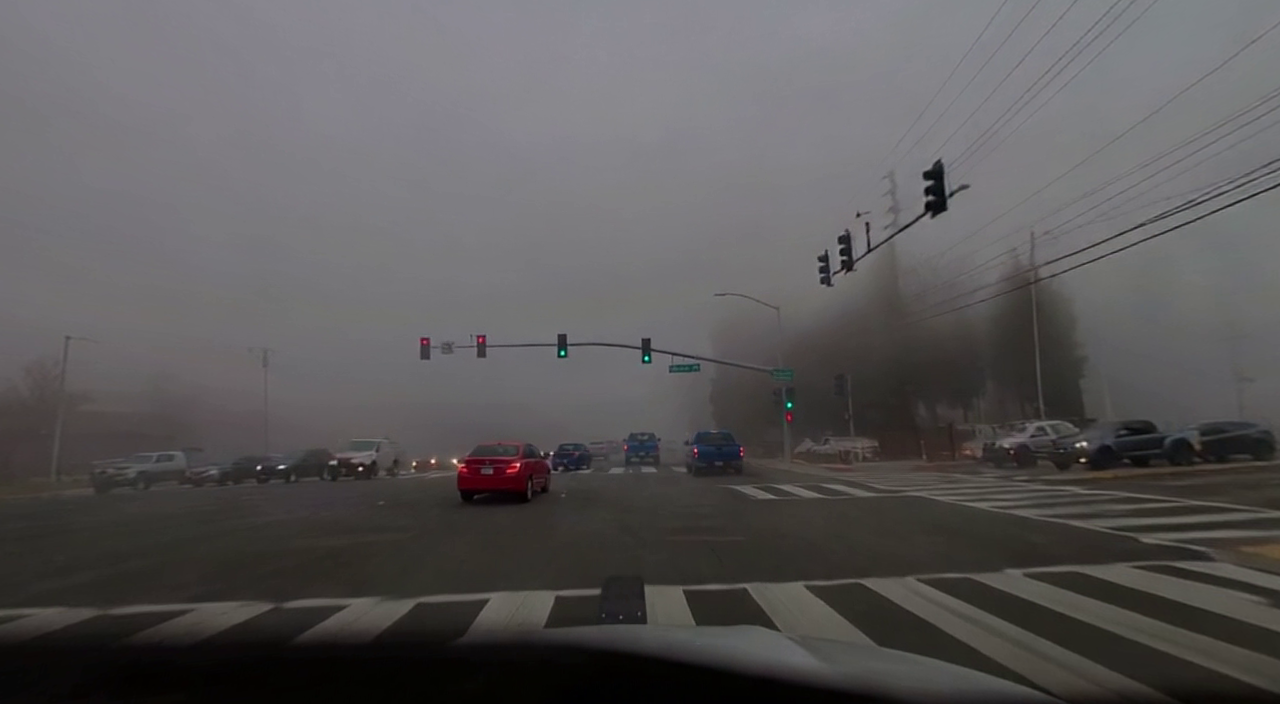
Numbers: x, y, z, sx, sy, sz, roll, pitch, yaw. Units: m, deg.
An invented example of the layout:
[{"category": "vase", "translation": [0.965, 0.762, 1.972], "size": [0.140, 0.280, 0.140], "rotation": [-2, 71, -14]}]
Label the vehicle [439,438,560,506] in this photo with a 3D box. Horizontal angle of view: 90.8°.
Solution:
[{"category": "vehicle", "translation": [-3.403, 3.002, 16.289], "size": [1.939, 1.494, 4.499], "rotation": [0, -9, 2]}]

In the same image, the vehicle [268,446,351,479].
[{"category": "vehicle", "translation": [-17.946, 5.988, 34.599], "size": [1.958, 1.683, 4.559], "rotation": [0, -9, 2]}]

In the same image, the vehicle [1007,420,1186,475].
[{"category": "vehicle", "translation": [15.467, 3.273, 21.533], "size": [4.681, 1.756, 2.109], "rotation": [2, -9, -9]}]

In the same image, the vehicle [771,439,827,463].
[{"category": "vehicle", "translation": [11.644, 7.283, 46.499], "size": [2.010, 1.633, 4.246], "rotation": [2, -9, -17]}]

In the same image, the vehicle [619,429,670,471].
[{"category": "vehicle", "translation": [0.342, 5.493, 35.488], "size": [2.643, 2.145, 5.585], "rotation": [-1, -9, 3]}]

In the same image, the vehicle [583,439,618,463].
[{"category": "vehicle", "translation": [-3.013, 7.620, 48.634], "size": [2.273, 1.749, 4.385], "rotation": [0, -9, 2]}]

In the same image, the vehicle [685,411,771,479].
[{"category": "vehicle", "translation": [3.728, 4.184, 28.463], "size": [2.905, 2.636, 6.895], "rotation": [0, -8, 1]}]

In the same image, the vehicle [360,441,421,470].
[{"category": "vehicle", "translation": [-17.353, 7.236, 44.292], "size": [2.000, 1.894, 5.301], "rotation": [0, -9, 1]}]

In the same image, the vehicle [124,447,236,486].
[{"category": "vehicle", "translation": [-24.421, 6.068, 33.815], "size": [2.224, 1.759, 4.994], "rotation": [-4, -9, 0]}]

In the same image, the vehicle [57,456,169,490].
[{"category": "vehicle", "translation": [-28.014, 6.414, 33.815], "size": [1.985, 1.609, 4.536], "rotation": [-1, -9, 1]}]

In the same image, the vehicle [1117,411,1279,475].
[{"category": "vehicle", "translation": [17.411, 2.757, 18.949], "size": [4.782, 1.768, 2.152], "rotation": [2, -9, -11]}]
